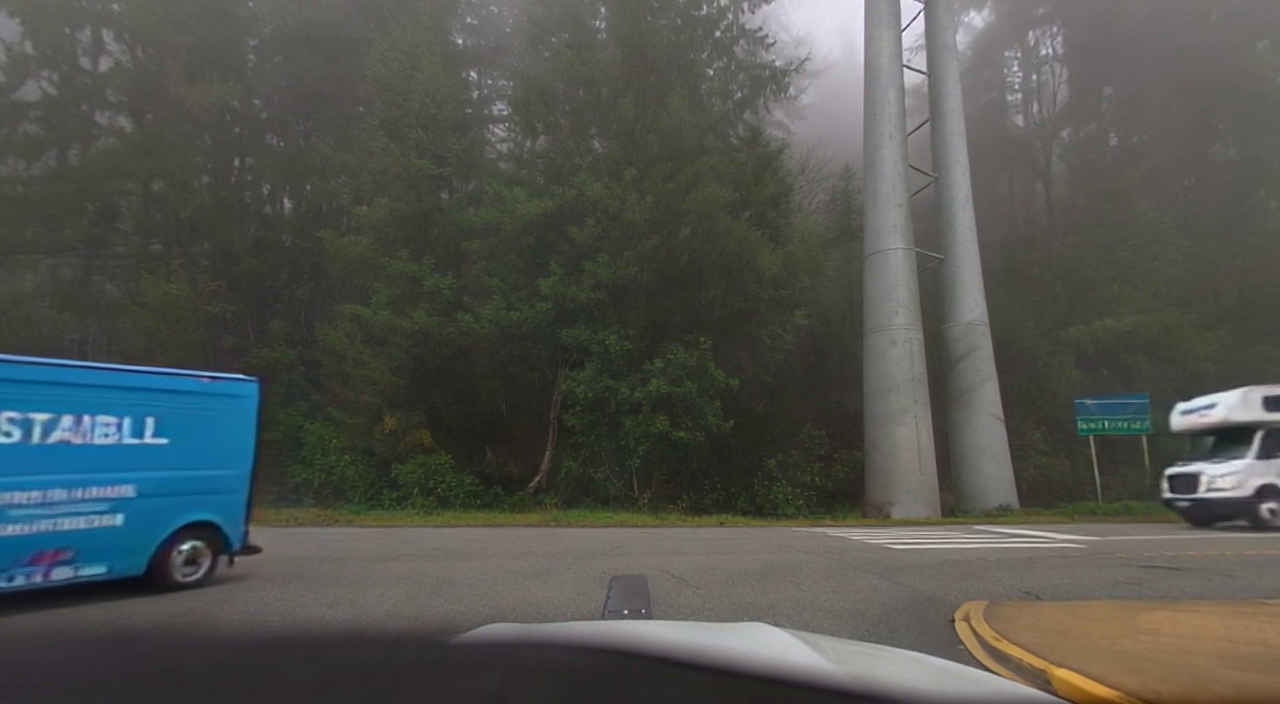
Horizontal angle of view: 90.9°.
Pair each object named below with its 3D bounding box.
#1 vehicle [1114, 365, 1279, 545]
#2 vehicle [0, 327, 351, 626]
[{"bbox_3d":[14.928,2.074,12.944,8.152,3.185,2.776,0,-9,-3],"label":"vehicle"},{"bbox_3d":[-6.221,1.101,5.795,2.247,2.424,5.923,-9,-12,44],"label":"vehicle"}]
